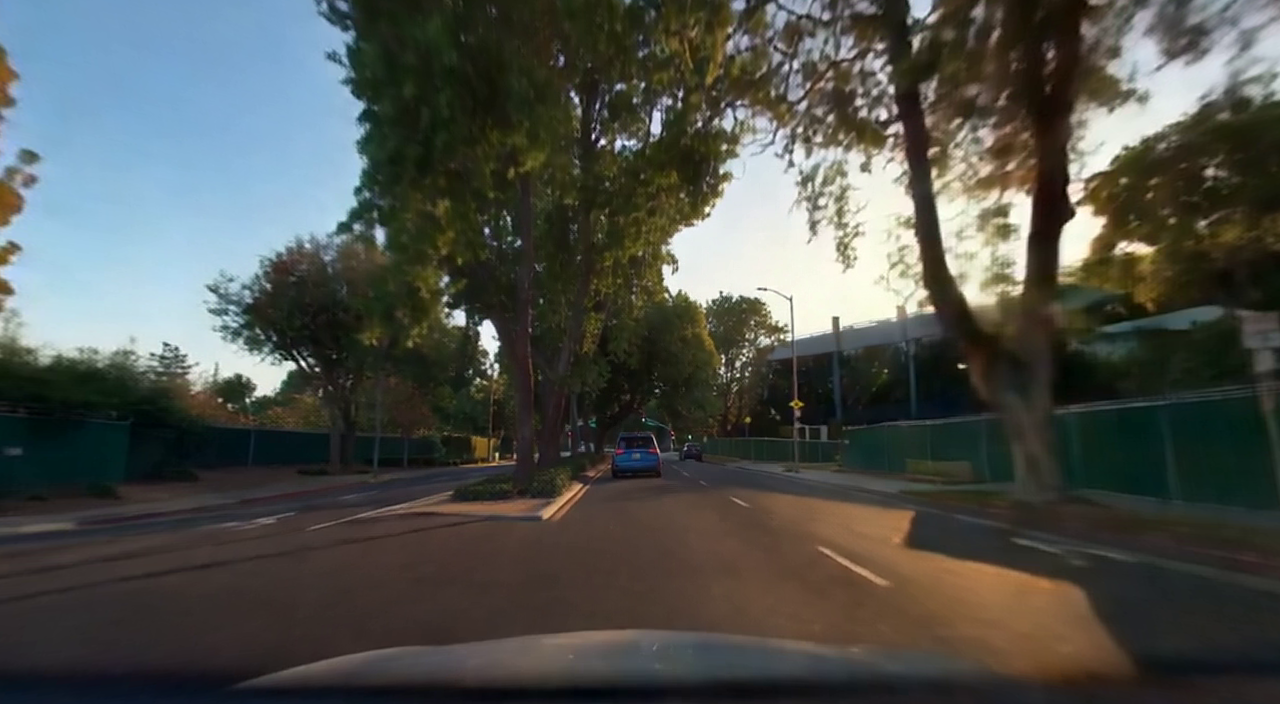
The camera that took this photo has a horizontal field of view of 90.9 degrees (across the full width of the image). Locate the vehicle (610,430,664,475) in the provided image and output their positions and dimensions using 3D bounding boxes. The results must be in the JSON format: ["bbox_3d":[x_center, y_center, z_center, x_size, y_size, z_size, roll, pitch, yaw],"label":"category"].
[{"bbox_3d":[-0.143,4.730,29.910,2.386,1.947,4.168,0,-8,0],"label":"vehicle"}]

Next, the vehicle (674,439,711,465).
[{"bbox_3d":[3.675,7.095,44.821,2.138,1.699,4.852,0,-8,-1],"label":"vehicle"}]
